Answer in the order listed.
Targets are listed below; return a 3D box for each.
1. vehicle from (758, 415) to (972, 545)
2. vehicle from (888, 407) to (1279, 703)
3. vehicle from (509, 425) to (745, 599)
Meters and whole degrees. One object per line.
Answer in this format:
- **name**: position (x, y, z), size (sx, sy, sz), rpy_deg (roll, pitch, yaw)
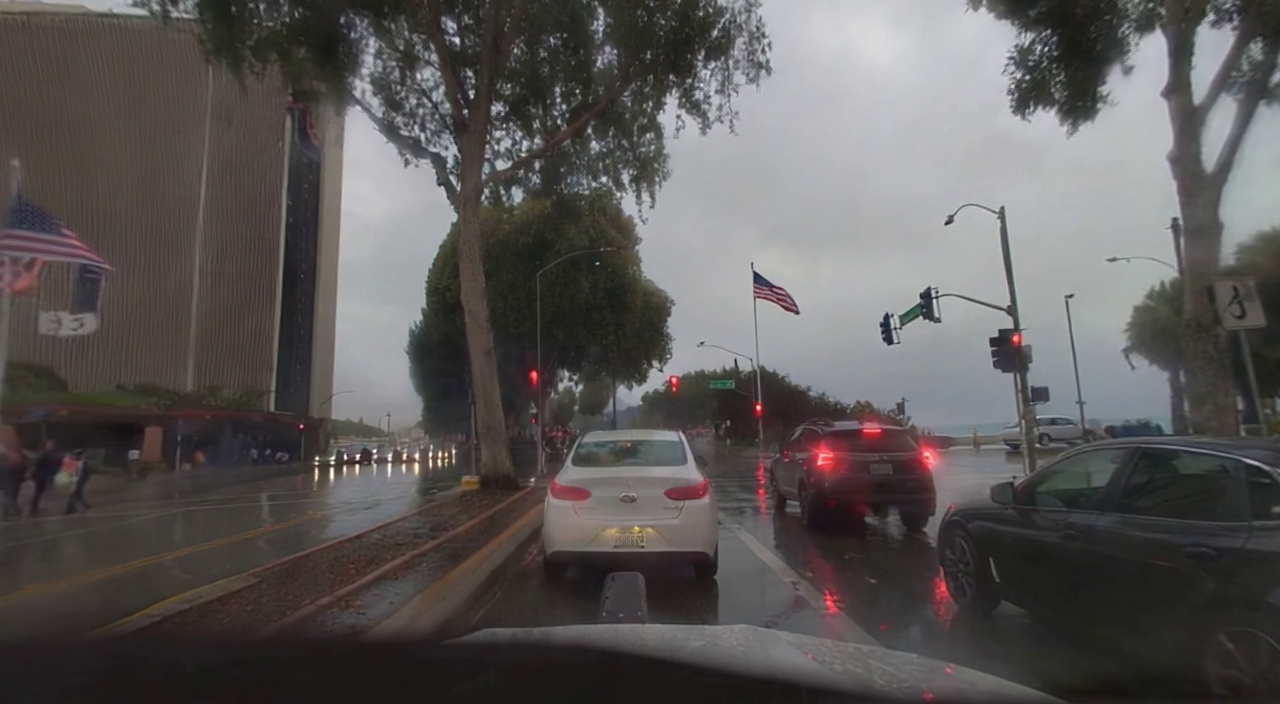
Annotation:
- **vehicle**: position (3.492, 2.082, 10.929), size (1.978, 1.738, 4.599), rpy_deg (0, -8, 0)
- **vehicle**: position (3.373, 1.180, 3.986), size (1.833, 1.465, 4.258), rpy_deg (0, -8, -1)
- **vehicle**: position (-0.116, 1.701, 7.553), size (2.096, 1.521, 3.747), rpy_deg (0, -8, 0)
